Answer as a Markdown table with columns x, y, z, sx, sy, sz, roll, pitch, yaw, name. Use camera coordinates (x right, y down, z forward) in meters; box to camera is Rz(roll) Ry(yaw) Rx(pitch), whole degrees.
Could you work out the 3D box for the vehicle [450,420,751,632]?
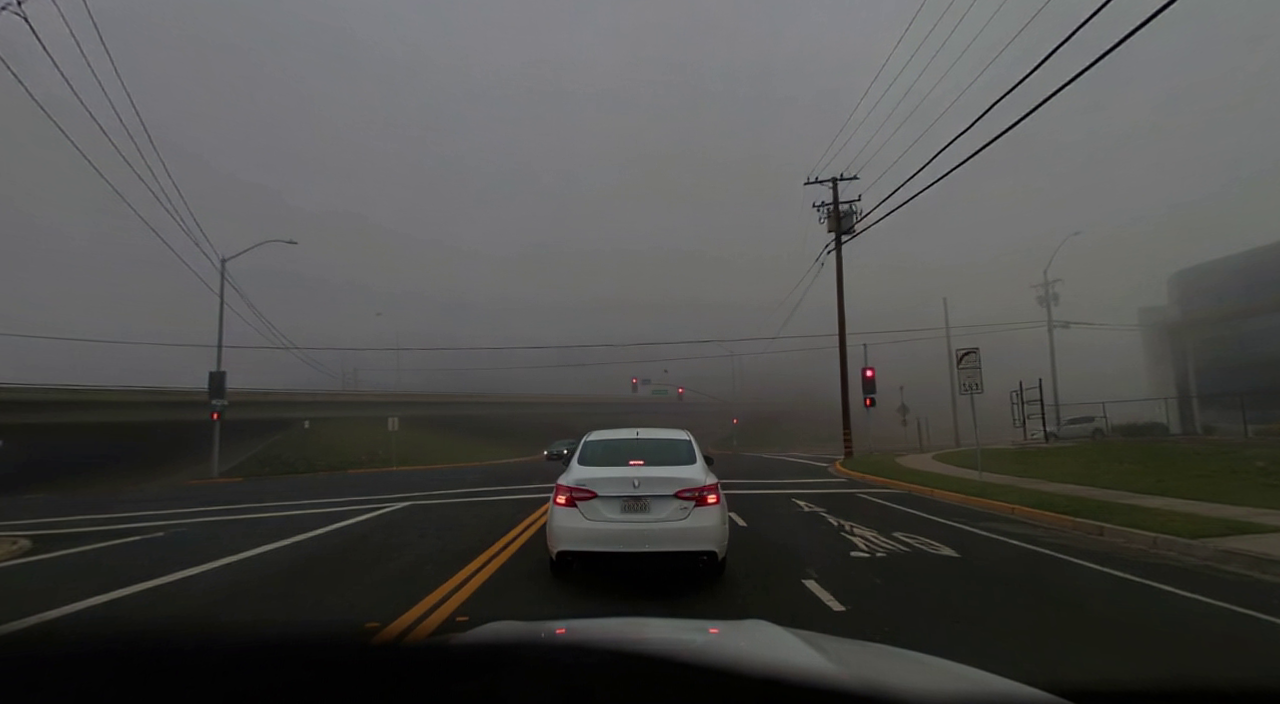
| x | y | z | sx | sy | sz | roll | pitch | yaw | name |
| --- | --- | --- | --- | --- | --- | --- | --- | --- | --- |
| -0.241 | 1.524 | 6.473 | 2.090 | 1.458 | 4.033 | -1 | -9 | 1 | vehicle |
